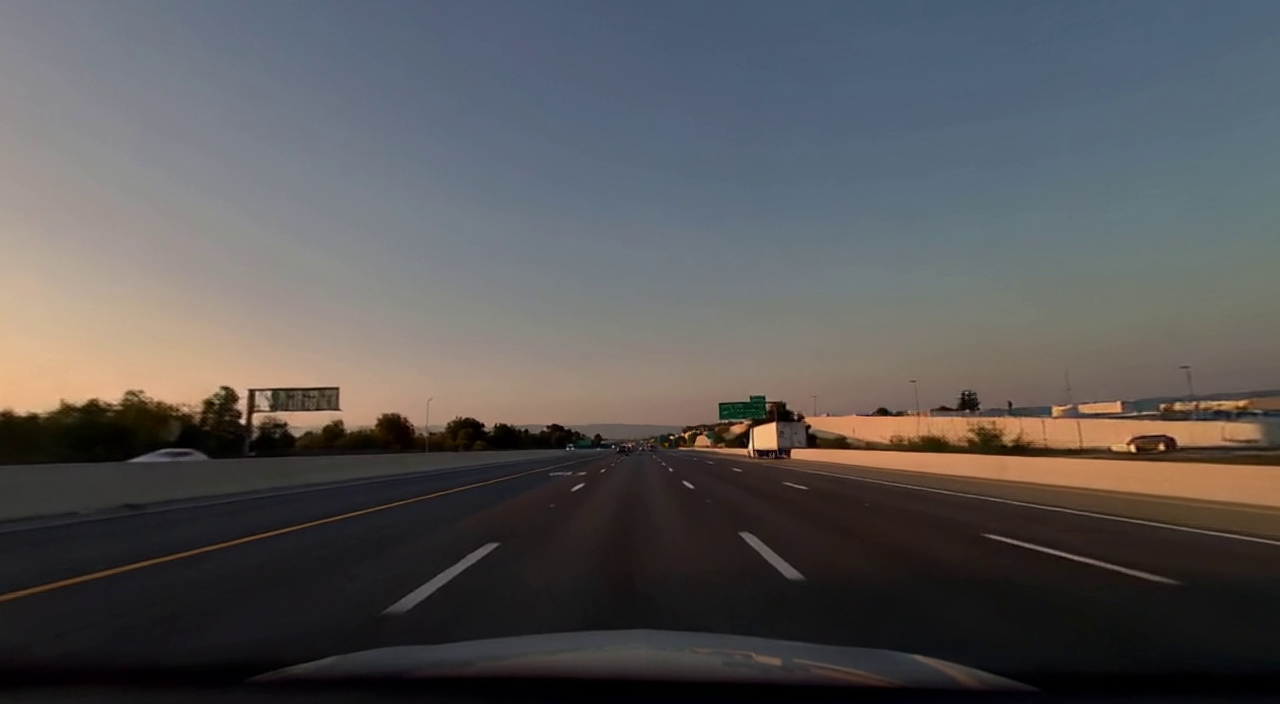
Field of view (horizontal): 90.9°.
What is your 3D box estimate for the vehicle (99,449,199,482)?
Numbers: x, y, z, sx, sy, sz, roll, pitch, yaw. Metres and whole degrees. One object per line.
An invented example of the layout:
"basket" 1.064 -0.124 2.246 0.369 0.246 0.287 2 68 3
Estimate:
"vehicle" -28.166 6.482 36.390 1.924 1.708 4.778 0 -8 0
